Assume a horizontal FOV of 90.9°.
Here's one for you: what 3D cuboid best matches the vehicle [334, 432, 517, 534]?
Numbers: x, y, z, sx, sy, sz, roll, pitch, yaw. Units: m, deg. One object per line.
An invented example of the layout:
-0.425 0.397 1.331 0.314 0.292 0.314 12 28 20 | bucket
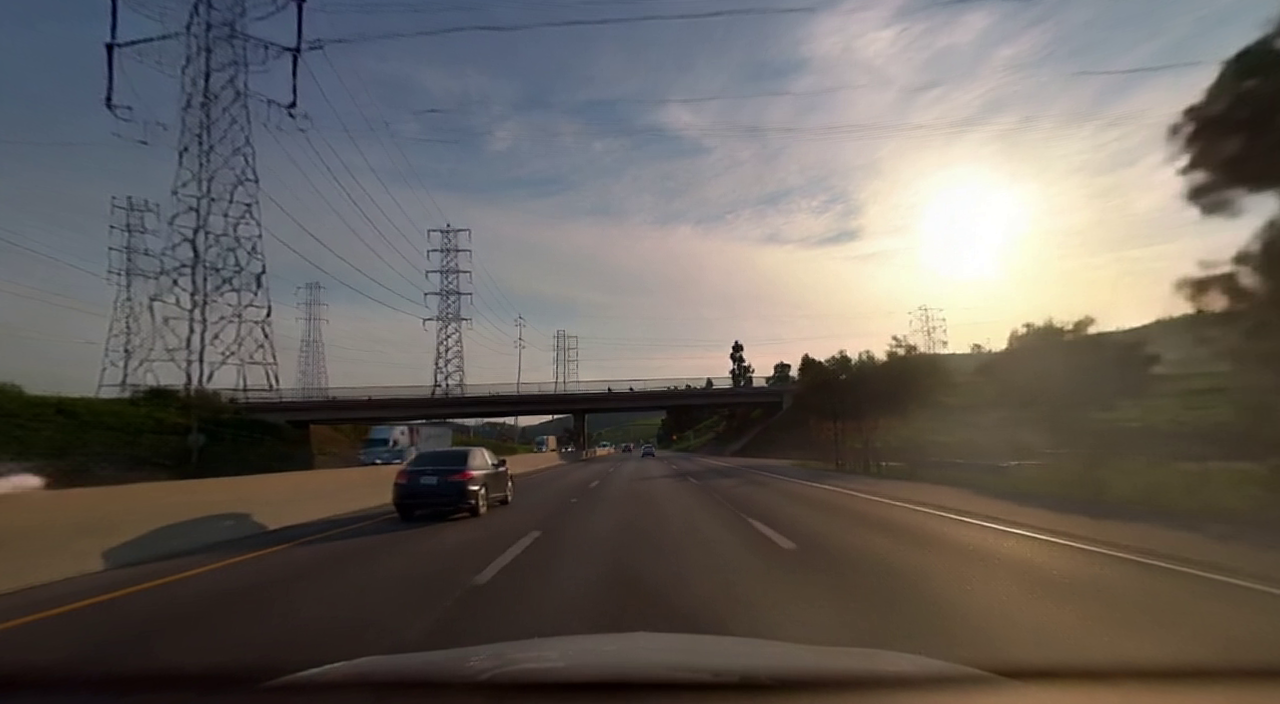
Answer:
-3.712 2.344 11.815 1.924 1.550 4.165 0 -9 1 | vehicle
